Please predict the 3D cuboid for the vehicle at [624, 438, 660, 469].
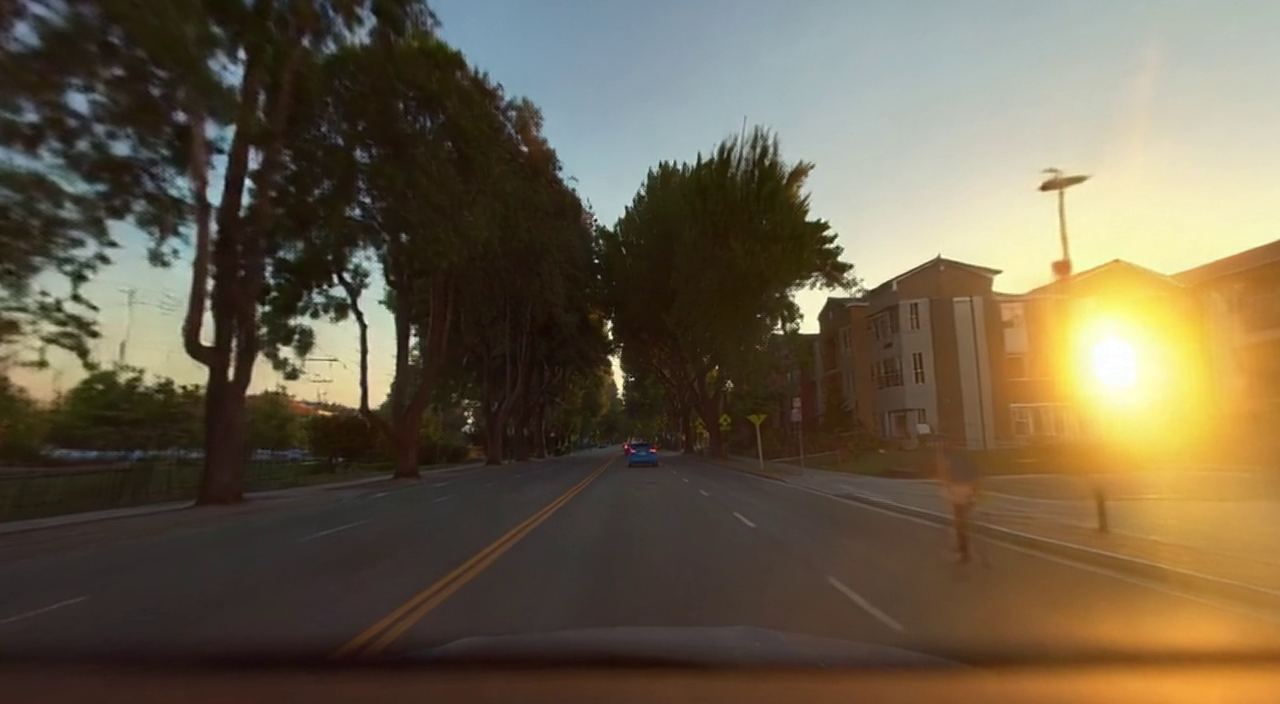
[{"bbox_3d":[0.142,5.868,36.667,1.981,1.703,3.691,0,-8,0],"label":"vehicle"}]
